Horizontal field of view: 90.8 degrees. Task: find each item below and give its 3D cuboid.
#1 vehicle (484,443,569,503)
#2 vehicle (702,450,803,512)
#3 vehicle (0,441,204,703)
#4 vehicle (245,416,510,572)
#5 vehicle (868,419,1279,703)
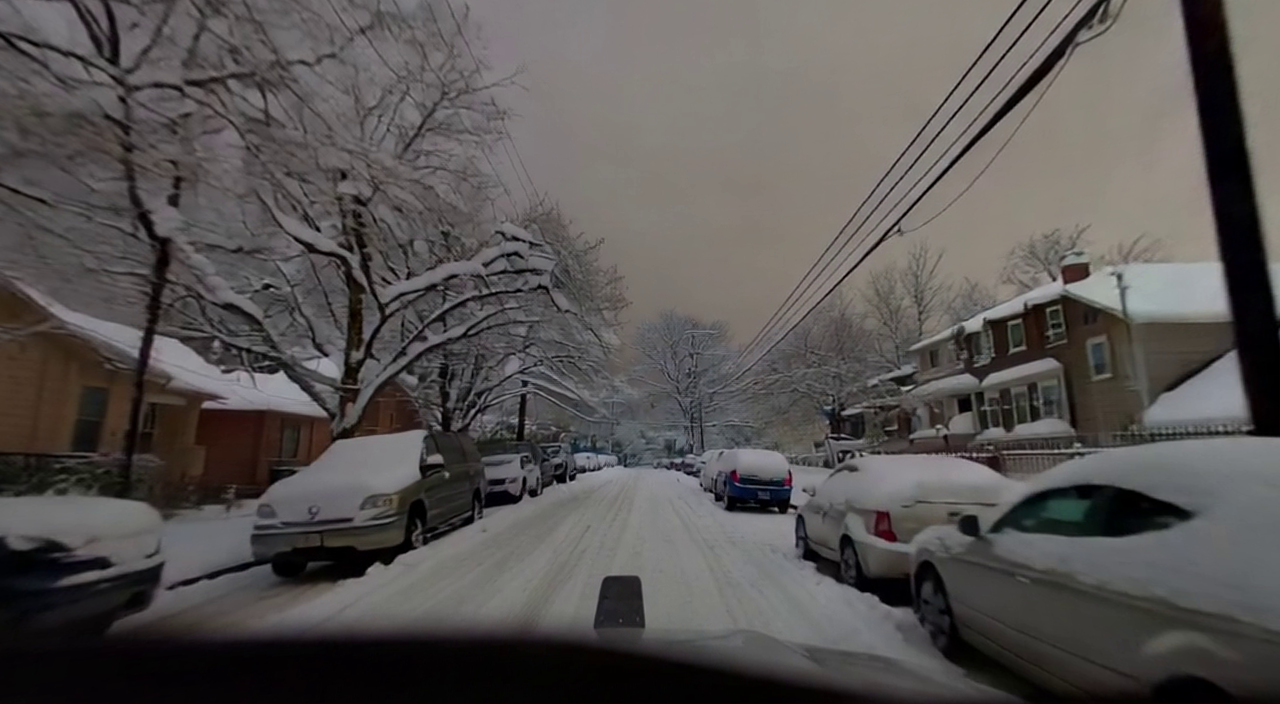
[{"bbox_3d":[-3.699,4.019,21.490,2.014,1.780,4.757,0,-8,0],"label":"vehicle"},{"bbox_3d":[3.007,3.547,17.949,1.952,1.469,4.776,0,-8,0],"label":"vehicle"},{"bbox_3d":[-6.137,1.384,4.280,4.816,1.519,1.920,0,-9,-4],"label":"vehicle"},{"bbox_3d":[-3.859,2.180,10.634,2.280,1.953,5.092,0,-8,0],"label":"vehicle"},{"bbox_3d":[2.987,1.184,3.489,1.878,1.491,4.495,0,-8,1],"label":"vehicle"}]
